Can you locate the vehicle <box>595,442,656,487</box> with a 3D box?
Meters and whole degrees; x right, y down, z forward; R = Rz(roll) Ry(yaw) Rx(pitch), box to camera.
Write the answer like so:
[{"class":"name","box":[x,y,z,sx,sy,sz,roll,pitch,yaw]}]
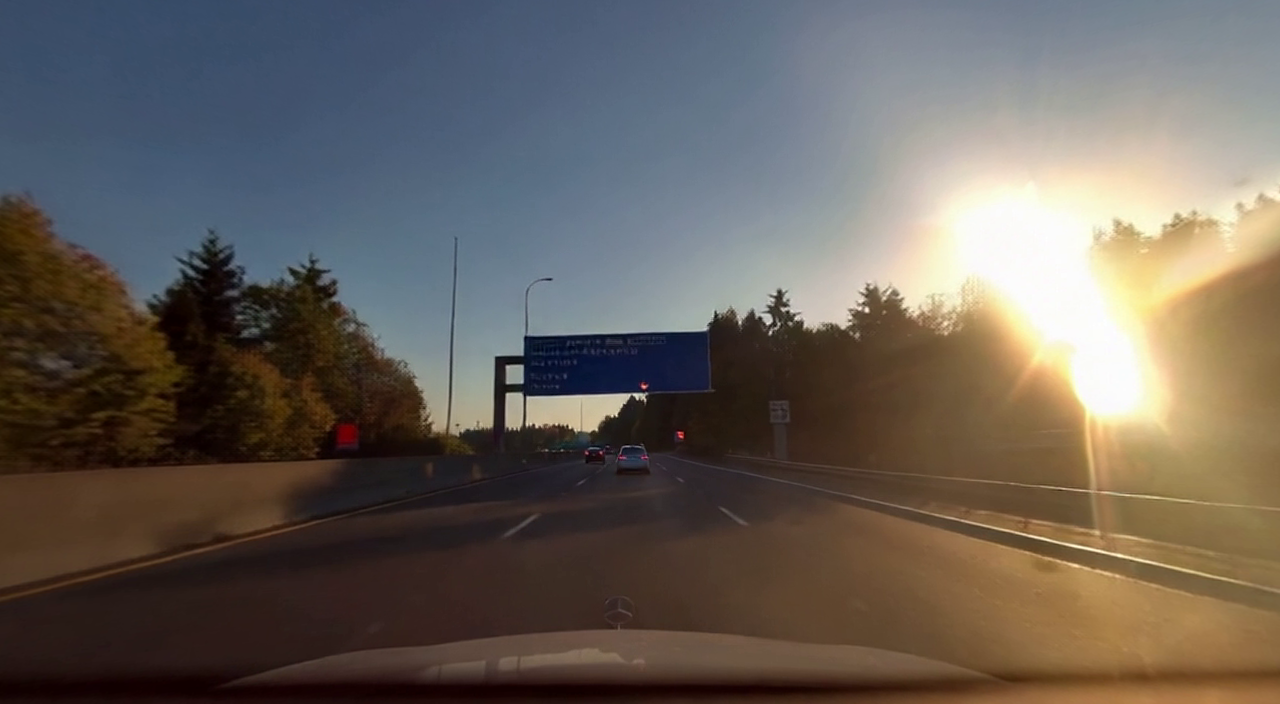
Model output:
[{"class":"vehicle","box":[-0.524,4.156,23.456,2.066,1.490,3.759,0,-9,-1]}]
